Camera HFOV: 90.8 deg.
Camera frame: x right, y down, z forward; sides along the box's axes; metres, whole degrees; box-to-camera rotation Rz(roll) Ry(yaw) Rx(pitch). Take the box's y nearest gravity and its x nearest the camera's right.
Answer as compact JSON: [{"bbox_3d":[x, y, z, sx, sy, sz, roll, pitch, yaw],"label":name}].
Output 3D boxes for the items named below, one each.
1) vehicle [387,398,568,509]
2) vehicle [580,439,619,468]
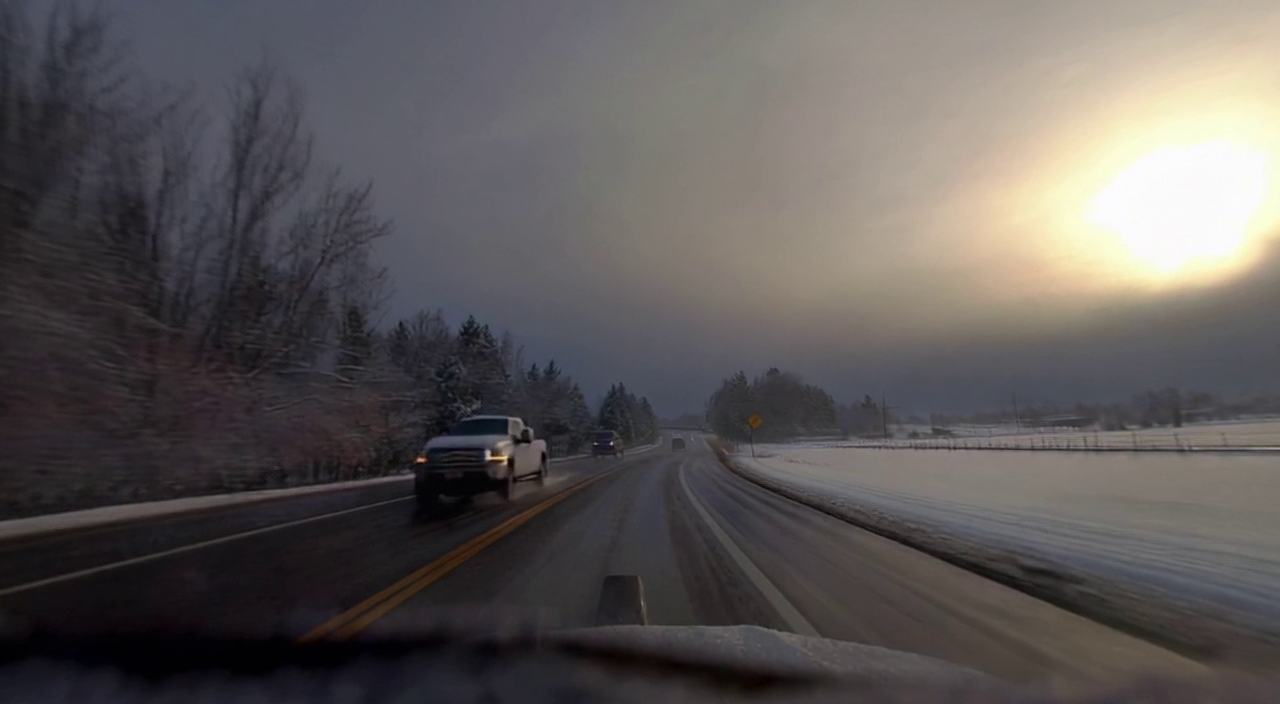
[{"bbox_3d":[-3.927,2.736,17.437,2.825,2.376,7.468,-1,-8,2],"label":"vehicle"},{"bbox_3d":[-2.613,6.758,42.165,2.097,1.791,4.663,-1,-8,2],"label":"vehicle"}]
